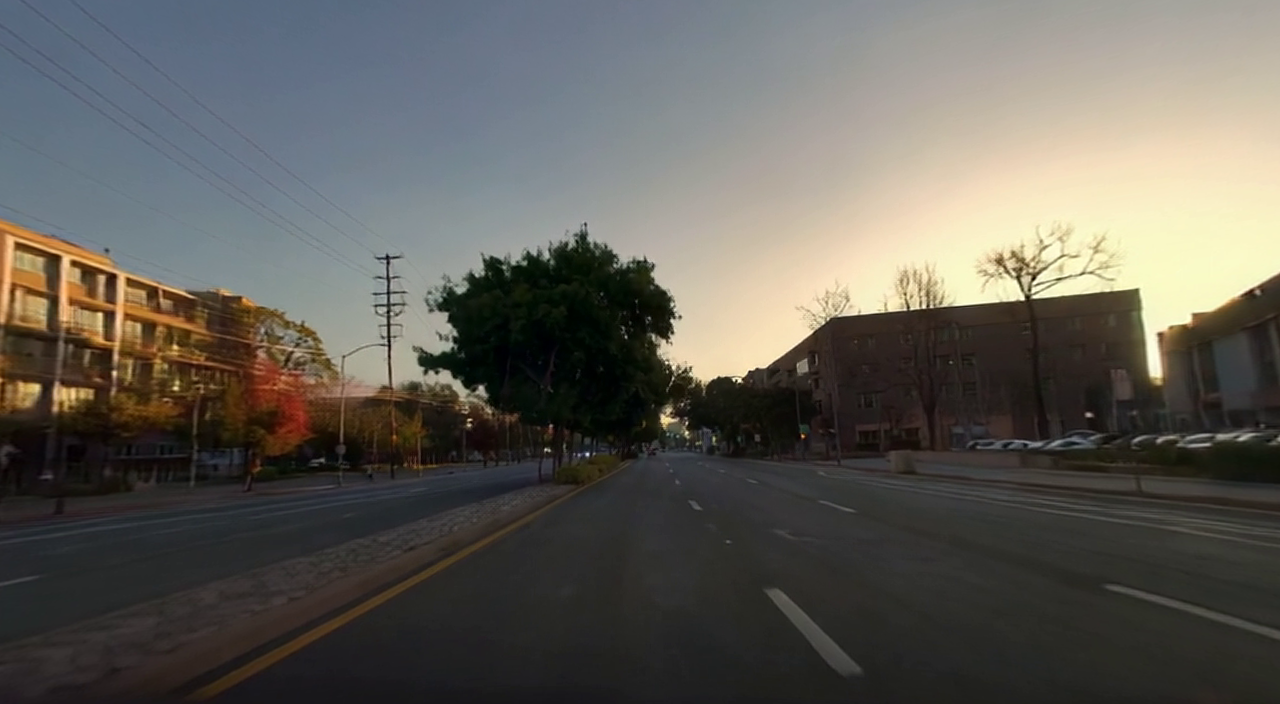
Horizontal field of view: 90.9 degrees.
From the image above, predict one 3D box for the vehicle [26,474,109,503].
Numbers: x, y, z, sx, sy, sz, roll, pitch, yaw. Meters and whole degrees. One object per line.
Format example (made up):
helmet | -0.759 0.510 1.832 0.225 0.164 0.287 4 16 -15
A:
vehicle | -36.983 8.799 40.838 1.736 1.540 3.854 0 -8 0
